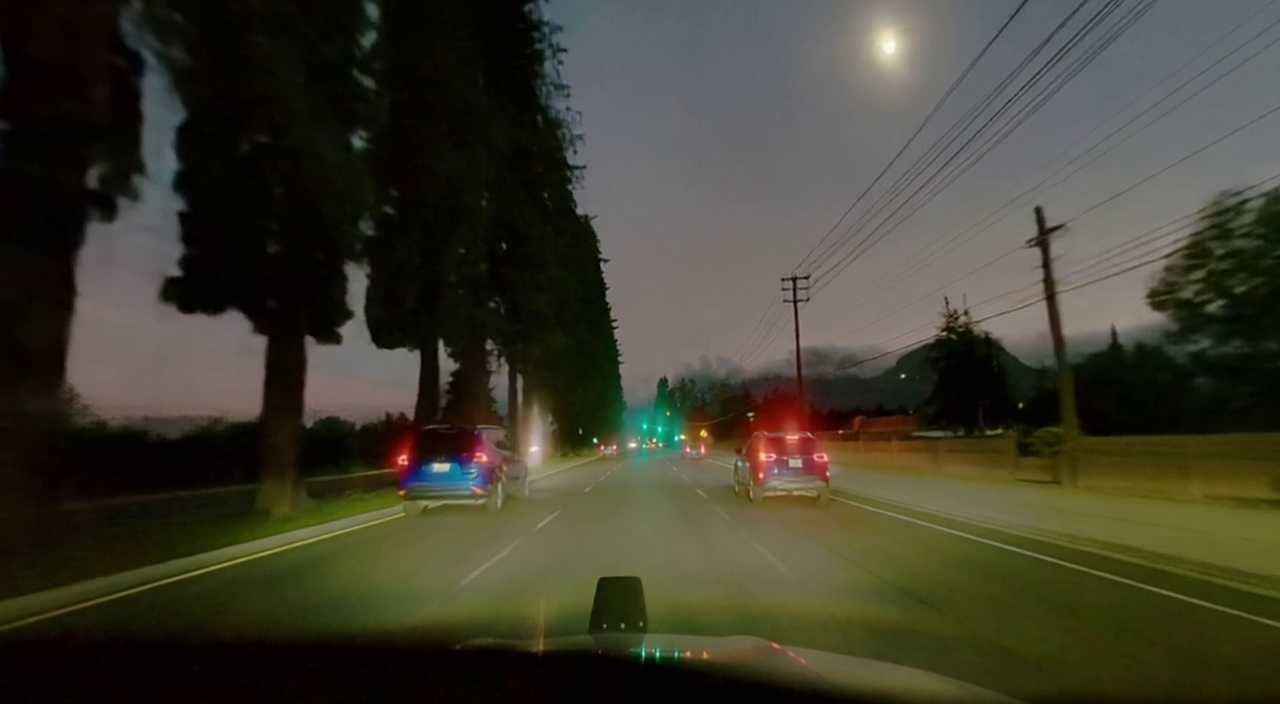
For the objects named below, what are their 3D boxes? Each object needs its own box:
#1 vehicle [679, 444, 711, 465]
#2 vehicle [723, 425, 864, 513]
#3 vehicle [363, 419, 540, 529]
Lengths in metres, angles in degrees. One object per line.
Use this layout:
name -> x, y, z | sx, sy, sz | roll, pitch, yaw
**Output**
vehicle -> 3.955, 7.411, 45.842 | 1.906, 1.468, 4.422 | 0, -8, 0
vehicle -> 3.383, 2.687, 14.951 | 2.182, 1.744, 4.464 | 0, -8, -1
vehicle -> -3.482, 2.350, 12.713 | 2.104, 1.785, 4.494 | 0, -8, 1
